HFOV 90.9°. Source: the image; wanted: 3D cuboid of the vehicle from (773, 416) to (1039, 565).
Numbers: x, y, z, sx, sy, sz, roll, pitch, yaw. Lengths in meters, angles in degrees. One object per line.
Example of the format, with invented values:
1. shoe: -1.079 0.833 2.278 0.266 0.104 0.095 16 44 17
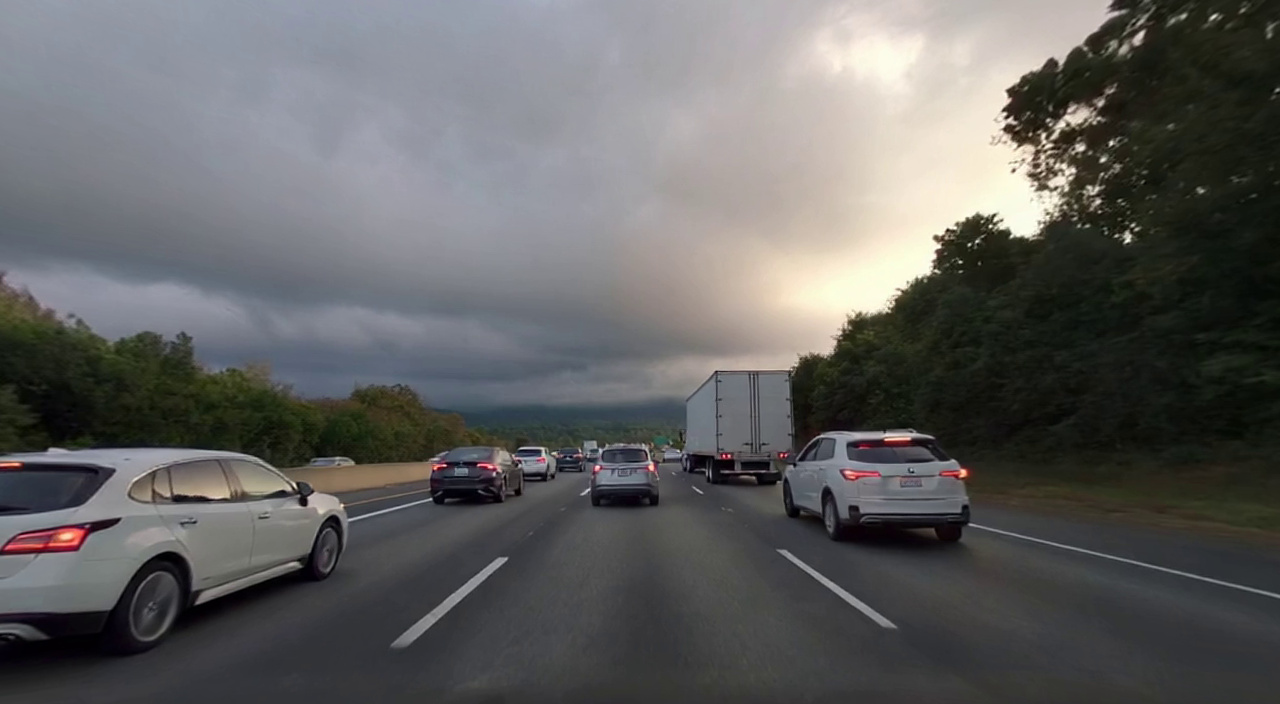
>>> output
1. vehicle: 3.672 2.009 9.906 2.076 1.751 4.666 0 -9 -1

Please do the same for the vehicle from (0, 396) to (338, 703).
1. vehicle: -4.290 1.309 5.012 1.789 1.620 3.841 0 -9 1

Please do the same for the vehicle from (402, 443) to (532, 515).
1. vehicle: -4.034 3.031 15.534 1.923 1.503 4.293 0 -9 1

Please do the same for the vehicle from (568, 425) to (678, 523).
1. vehicle: -0.324 2.599 13.866 2.037 1.792 4.194 0 -9 0

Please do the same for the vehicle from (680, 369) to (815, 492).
1. vehicle: 4.098 3.807 28.976 3.186 4.111 15.553 0 -9 -1

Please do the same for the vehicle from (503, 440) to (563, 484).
1. vehicle: -4.655 4.856 28.000 1.959 1.808 3.790 0 -9 1
